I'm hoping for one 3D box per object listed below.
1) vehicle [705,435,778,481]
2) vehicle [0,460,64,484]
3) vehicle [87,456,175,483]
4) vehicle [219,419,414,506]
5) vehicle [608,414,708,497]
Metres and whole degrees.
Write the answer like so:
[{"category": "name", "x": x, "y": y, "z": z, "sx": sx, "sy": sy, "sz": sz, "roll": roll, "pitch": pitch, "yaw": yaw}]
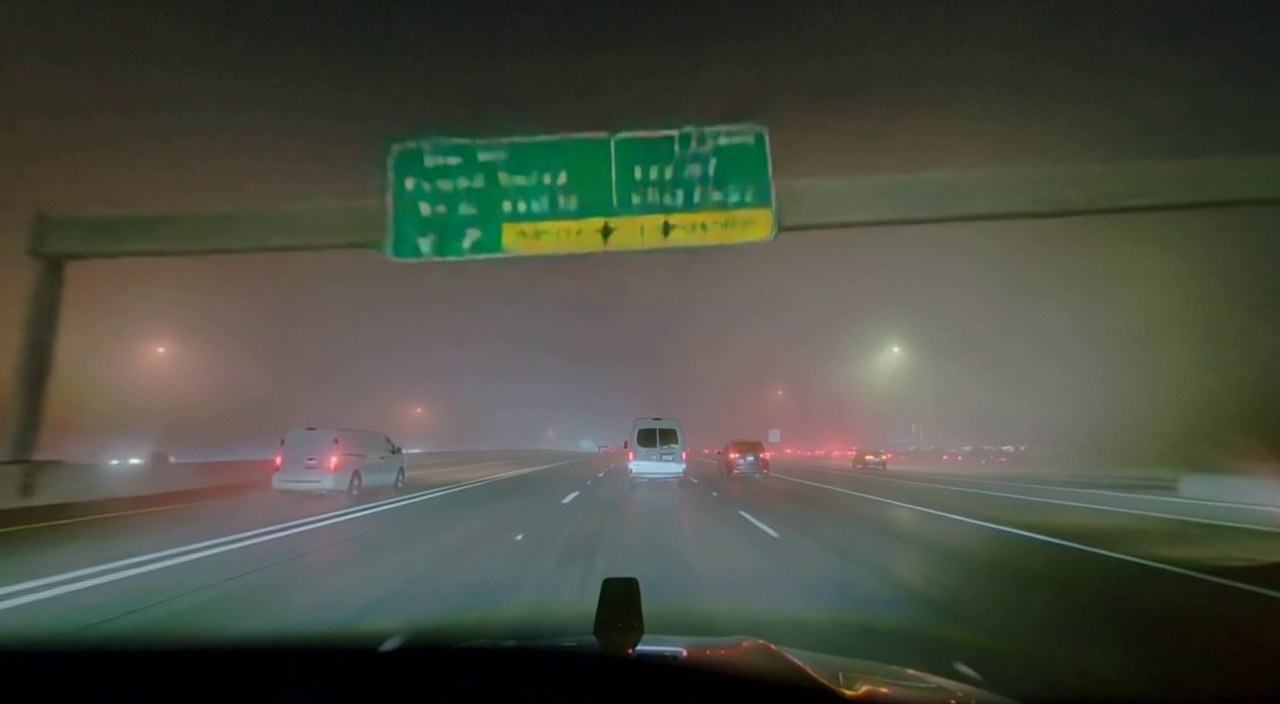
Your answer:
[{"category": "vehicle", "x": 3.961, "y": 4.223, "z": 25.319, "sx": 2.146, "sy": 1.678, "sz": 4.489, "roll": 0, "pitch": -9, "yaw": -1}, {"category": "vehicle", "x": -44.965, "y": 8.675, "z": 45.727, "sx": 1.805, "sy": 1.525, "sz": 4.591, "roll": 0, "pitch": -9, "yaw": 0}, {"category": "vehicle", "x": -32.209, "y": 7.407, "z": 40.025, "sx": 1.804, "sy": 1.504, "sz": 4.468, "roll": 0, "pitch": -9, "yaw": 1}, {"category": "vehicle", "x": -7.652, "y": 2.675, "z": 15.652, "sx": 2.192, "sy": 1.776, "sz": 4.957, "roll": 0, "pitch": -9, "yaw": 0}, {"category": "vehicle", "x": 0.427, "y": 2.958, "z": 18.279, "sx": 2.509, "sy": 2.062, "sz": 4.639, "roll": 0, "pitch": -9, "yaw": -1}]
